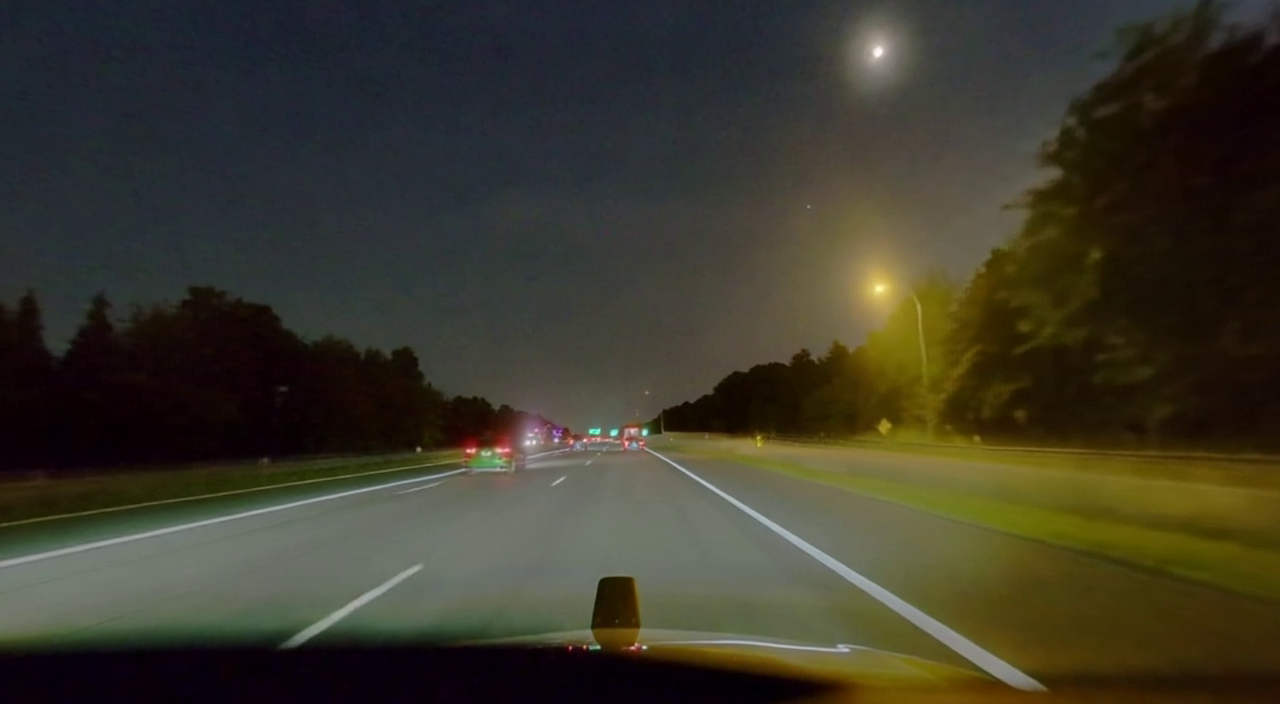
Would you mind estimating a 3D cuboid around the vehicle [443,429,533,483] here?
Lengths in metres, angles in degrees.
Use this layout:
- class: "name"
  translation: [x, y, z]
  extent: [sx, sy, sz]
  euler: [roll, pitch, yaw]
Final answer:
- class: "vehicle"
  translation: [-4.653, 3.217, 19.878]
  extent: [1.959, 1.514, 3.668]
  euler: [0, -8, 0]
